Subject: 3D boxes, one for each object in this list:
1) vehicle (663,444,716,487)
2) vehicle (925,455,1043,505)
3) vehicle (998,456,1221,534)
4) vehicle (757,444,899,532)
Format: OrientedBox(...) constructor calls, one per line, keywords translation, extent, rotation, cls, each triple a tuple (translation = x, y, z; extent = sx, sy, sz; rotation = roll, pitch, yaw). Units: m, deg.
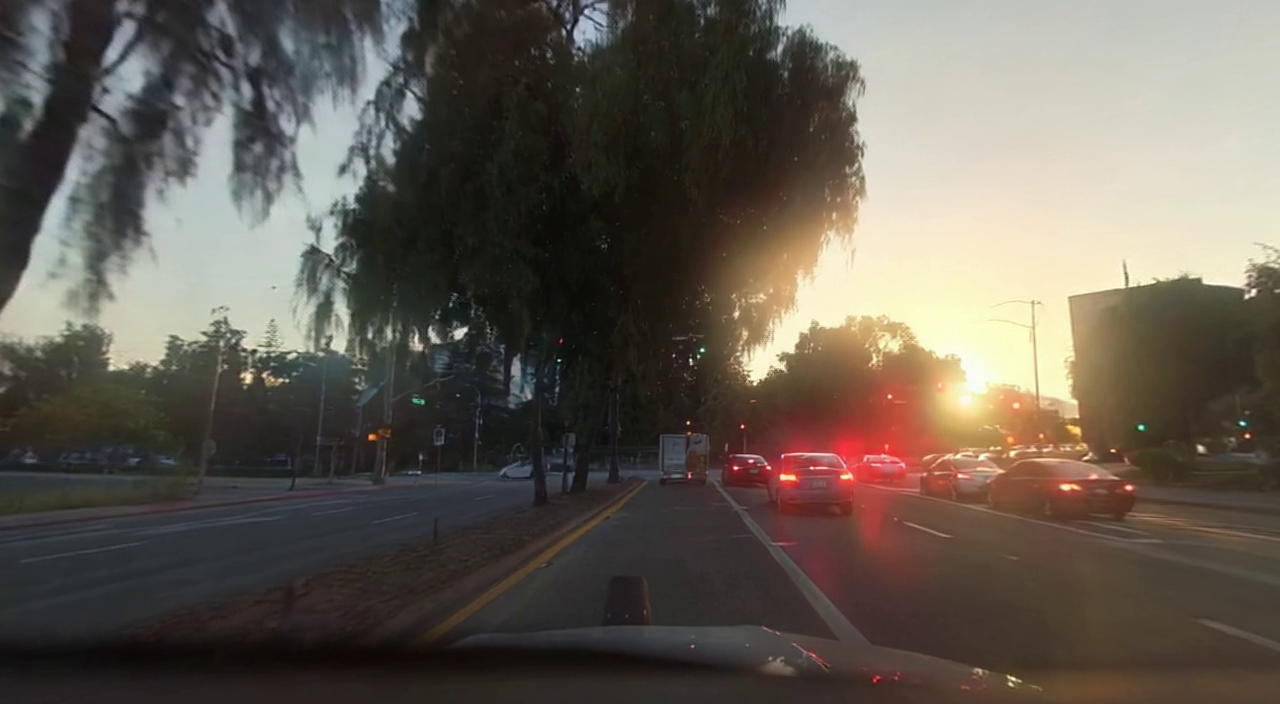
OrientedBox(translation=(2.222, 5.194, 29.227), extent=(2.245, 1.800, 4.522), rotation=(0, -8, 3), cls="vehicle")
OrientedBox(translation=(11.690, 4.341, 21.801), extent=(1.842, 1.466, 4.379), rotation=(-1, -8, 4), cls="vehicle")
OrientedBox(translation=(10.172, 3.081, 14.192), extent=(1.884, 1.422, 4.262), rotation=(0, -9, 3), cls="vehicle")
OrientedBox(translation=(3.835, 2.812, 13.684), extent=(2.078, 1.578, 4.107), rotation=(0, -9, 4), cls="vehicle")
